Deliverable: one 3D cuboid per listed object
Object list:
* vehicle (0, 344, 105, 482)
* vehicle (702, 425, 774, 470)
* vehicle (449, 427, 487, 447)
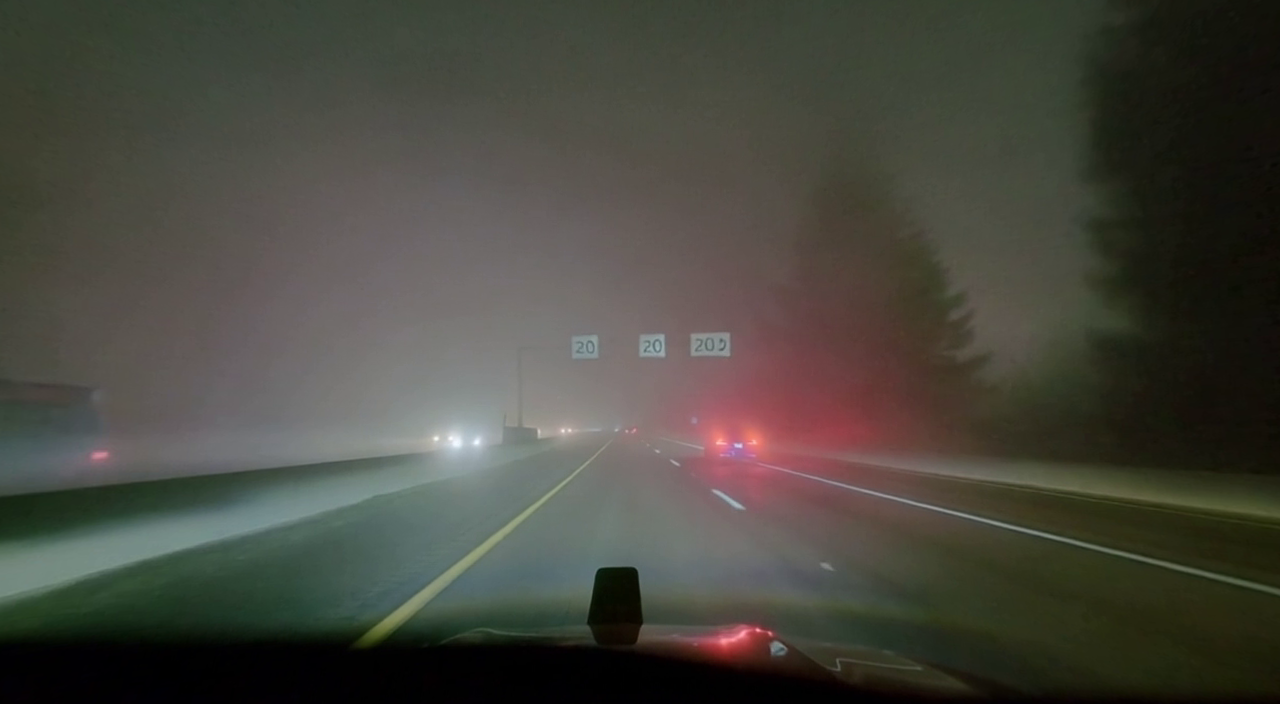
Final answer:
[{"bbox_3d":[-20.308,1.401,15.527,2.853,4.045,13.061,0,-8,-1],"label":"vehicle"},{"bbox_3d":[3.688,3.663,24.348,1.973,1.563,3.959,1,-8,-3],"label":"vehicle"},{"bbox_3d":[-13.593,6.733,49.905,1.862,1.546,4.126,0,-8,0],"label":"vehicle"}]
